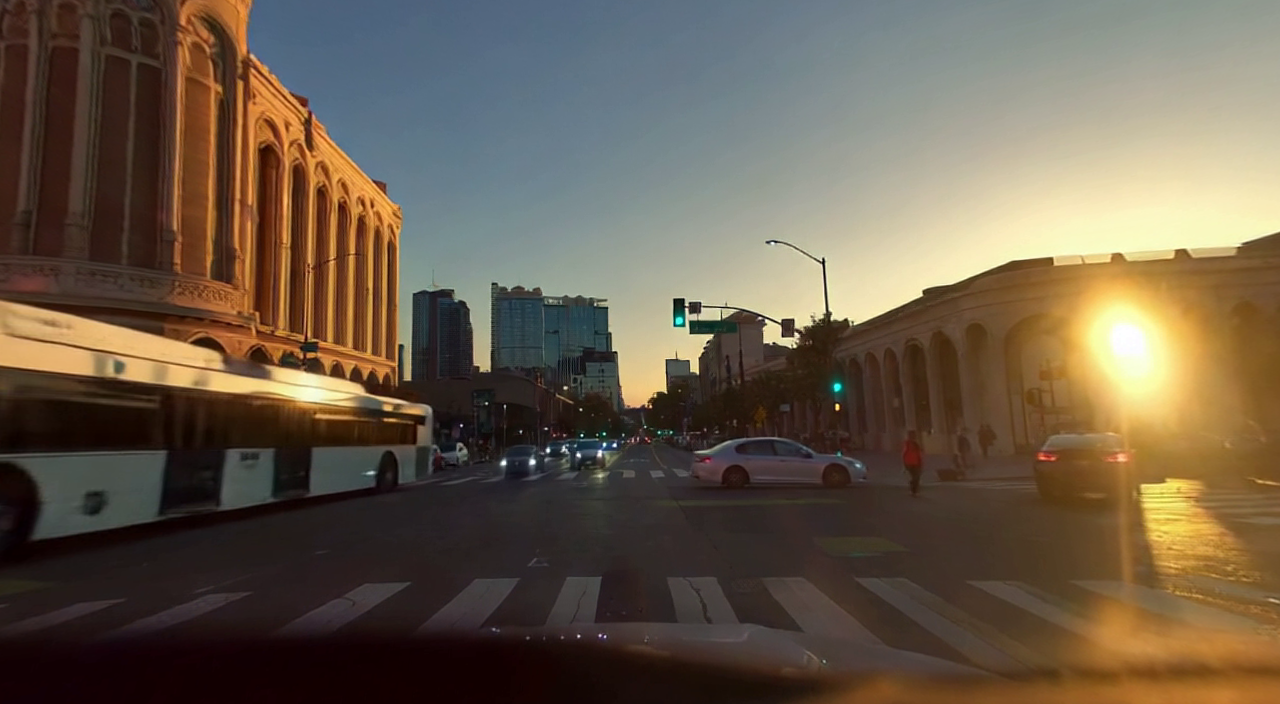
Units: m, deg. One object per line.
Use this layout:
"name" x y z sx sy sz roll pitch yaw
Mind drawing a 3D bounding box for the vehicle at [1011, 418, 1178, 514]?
"vehicle" 8.896 2.117 12.182 2.006 1.495 4.271 -8 -11 42

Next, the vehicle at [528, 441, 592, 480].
"vehicle" -3.111 4.336 25.491 1.904 1.402 4.759 0 -8 1

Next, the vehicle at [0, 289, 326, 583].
"vehicle" -8.949 1.289 9.461 2.916 3.427 10.189 0 -8 2

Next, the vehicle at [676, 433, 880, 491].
"vehicle" 3.920 3.084 17.955 5.388 1.465 2.050 -3 -9 20
